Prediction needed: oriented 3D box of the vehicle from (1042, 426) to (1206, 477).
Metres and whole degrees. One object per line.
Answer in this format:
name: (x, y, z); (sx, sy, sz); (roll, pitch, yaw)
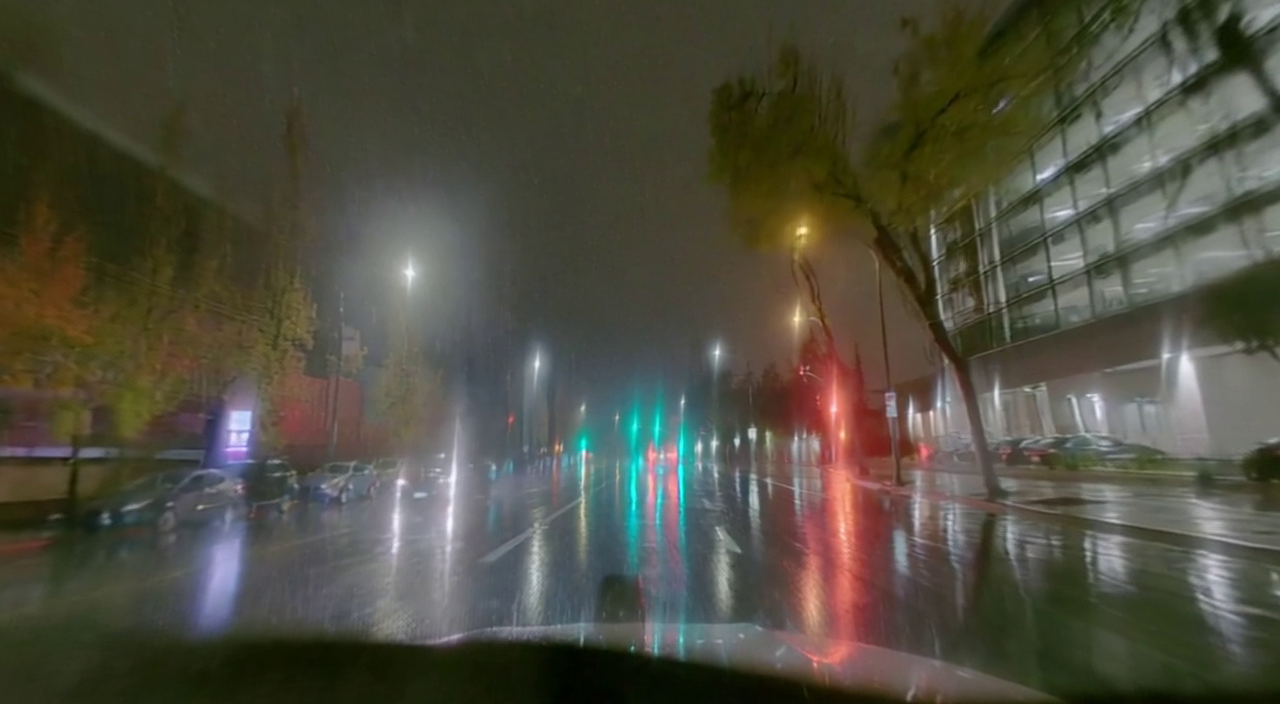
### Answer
vehicle: (16.240, 3.360, 21.360); (3.922, 1.420, 1.784); (-4, -9, 3)

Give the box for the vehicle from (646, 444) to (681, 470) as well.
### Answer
vehicle: (1.463, 6.370, 38.505); (2.051, 1.454, 4.132); (0, -8, 3)

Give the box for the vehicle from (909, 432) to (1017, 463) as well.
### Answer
vehicle: (16.624, 4.936, 32.677); (4.540, 1.547, 1.841); (-1, -8, 5)

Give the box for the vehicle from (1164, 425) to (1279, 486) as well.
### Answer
vehicle: (16.189, 2.604, 16.001); (3.620, 1.412, 2.472); (0, -8, 3)

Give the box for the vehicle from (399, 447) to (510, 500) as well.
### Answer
vehicle: (-5.787, 3.819, 20.318); (1.993, 1.463, 4.265); (0, -8, 4)

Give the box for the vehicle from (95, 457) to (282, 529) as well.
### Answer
vehicle: (-12.357, 3.816, 17.704); (1.997, 1.668, 4.084); (0, -8, 4)

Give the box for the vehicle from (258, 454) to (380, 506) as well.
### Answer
vehicle: (-11.998, 4.776, 24.068); (2.016, 1.627, 4.742); (-3, -8, 3)
